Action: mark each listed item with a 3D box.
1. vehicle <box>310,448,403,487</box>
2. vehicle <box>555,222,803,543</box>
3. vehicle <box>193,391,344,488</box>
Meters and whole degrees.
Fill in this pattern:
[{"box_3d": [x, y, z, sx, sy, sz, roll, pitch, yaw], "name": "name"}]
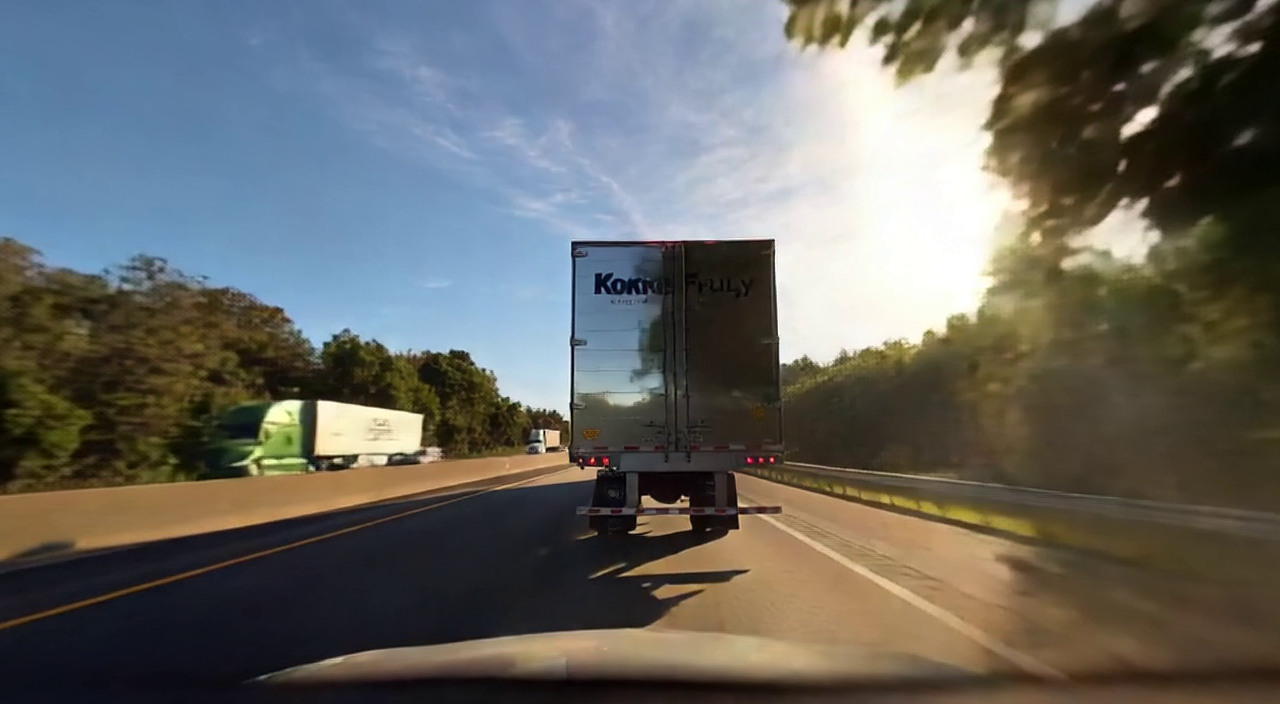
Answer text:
[{"box_3d": [-12.016, 4.900, 27.033, 1.944, 1.486, 4.229, 0, -9, 1], "name": "vehicle"}, {"box_3d": [0.495, 1.453, 15.683, 3.230, 4.377, 14.405, 0, -9, 0], "name": "vehicle"}, {"box_3d": [-16.460, 4.011, 28.566, 3.001, 3.922, 5.958, 0, -9, 1], "name": "vehicle"}]
